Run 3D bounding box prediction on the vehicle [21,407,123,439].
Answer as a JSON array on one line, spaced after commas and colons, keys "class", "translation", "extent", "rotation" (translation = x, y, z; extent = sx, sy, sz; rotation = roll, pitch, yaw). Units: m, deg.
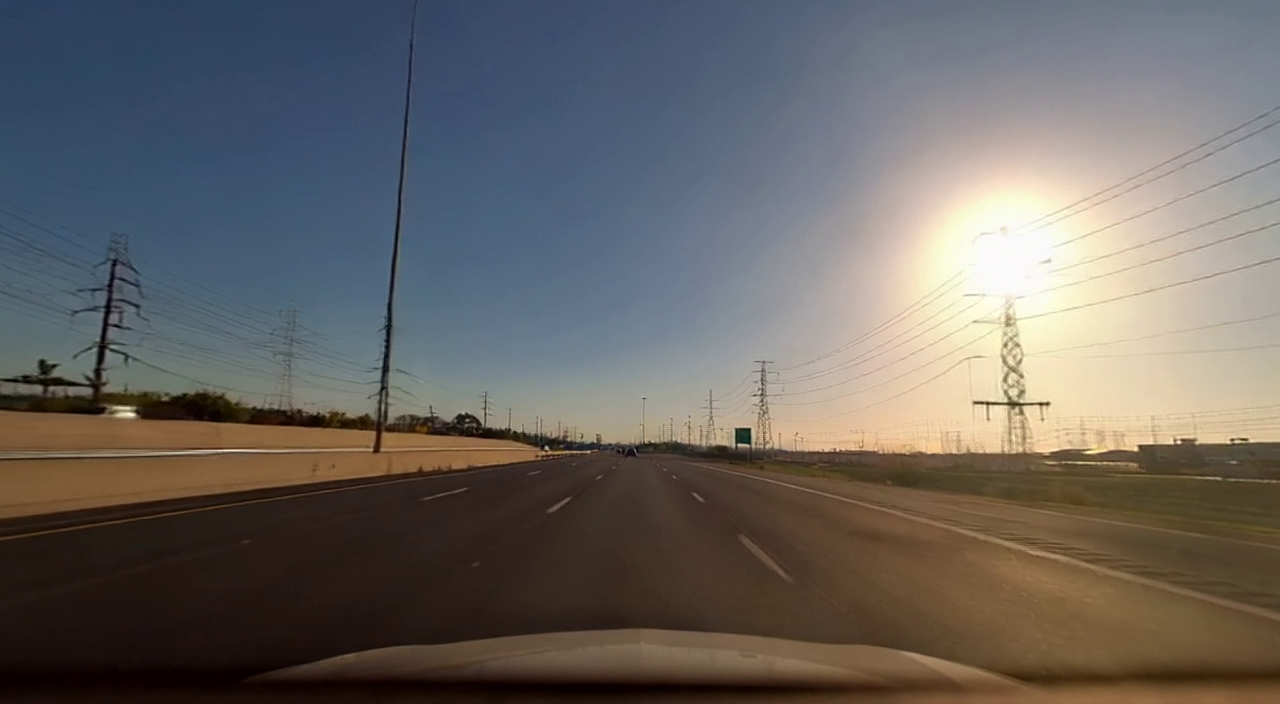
[{"class": "vehicle", "translation": [-31.011, 3.944, 34.620], "extent": [1.801, 1.555, 4.217], "rotation": [0, -9, -3]}]
